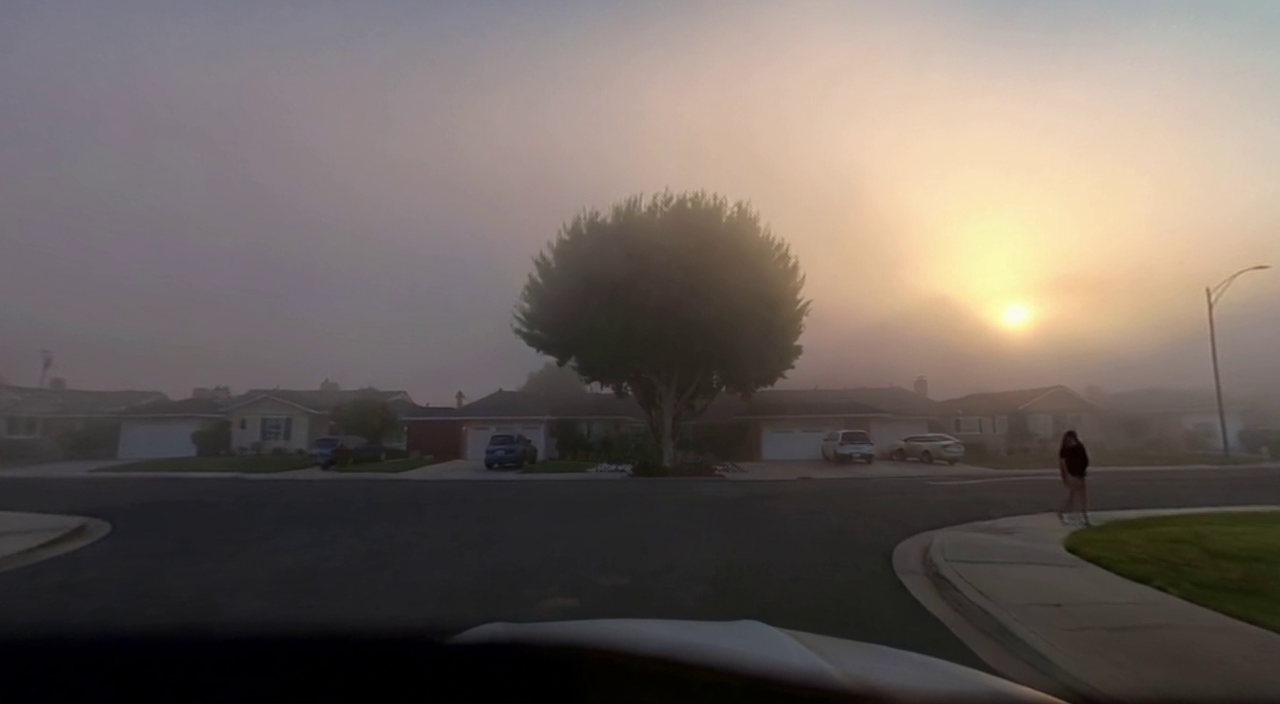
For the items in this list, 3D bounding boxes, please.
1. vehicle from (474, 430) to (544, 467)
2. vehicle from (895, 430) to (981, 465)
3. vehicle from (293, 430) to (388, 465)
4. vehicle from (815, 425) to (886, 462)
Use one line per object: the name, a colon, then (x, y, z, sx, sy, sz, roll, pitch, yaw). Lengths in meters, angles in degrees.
vehicle: (-6.303, 4.724, 30.985, 1.942, 1.651, 4.655, -1, -9, 6)
vehicle: (14.418, 4.674, 30.865, 1.873, 1.556, 4.216, 1, -9, -4)
vehicle: (-15.661, 5.043, 33.305, 1.942, 1.700, 4.478, -2, -9, 16)
vehicle: (10.472, 4.623, 31.752, 1.937, 1.731, 4.179, 1, -9, -3)
